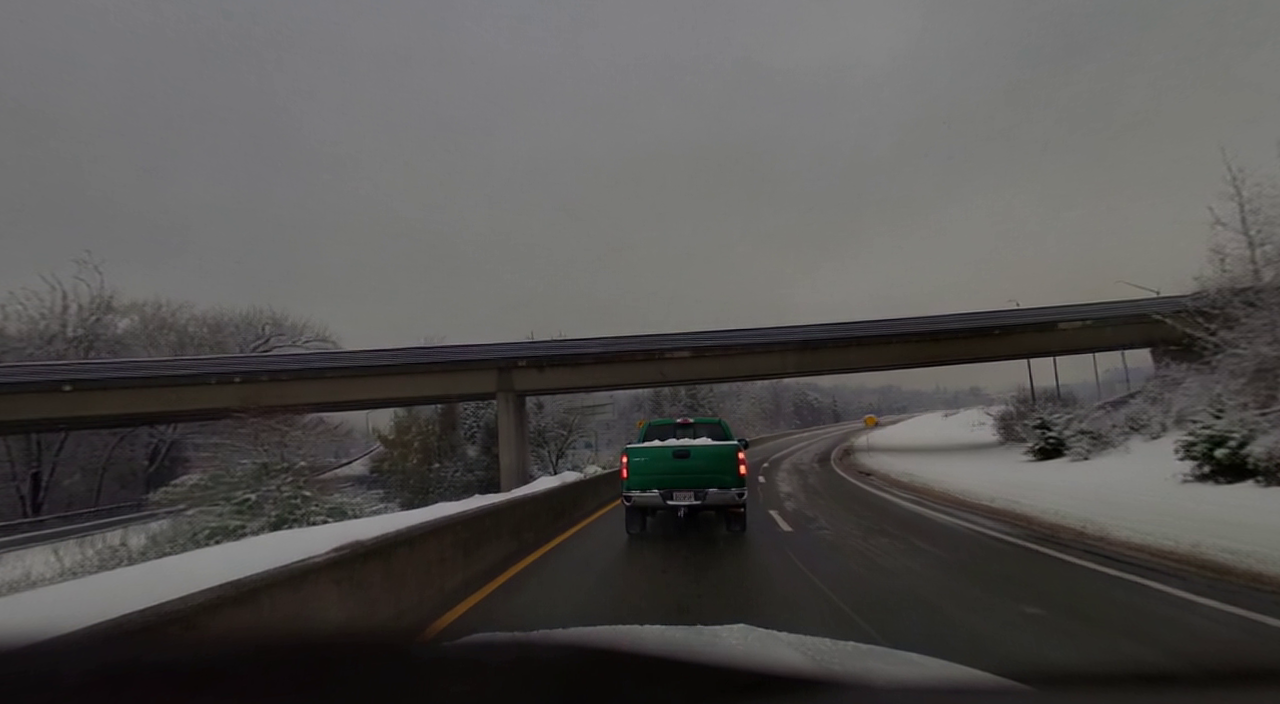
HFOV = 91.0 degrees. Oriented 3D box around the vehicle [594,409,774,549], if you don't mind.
[{"bbox_3d":[0.739,1.905,10.139,2.235,1.716,4.435,-1,-8,5],"label":"vehicle"}]
